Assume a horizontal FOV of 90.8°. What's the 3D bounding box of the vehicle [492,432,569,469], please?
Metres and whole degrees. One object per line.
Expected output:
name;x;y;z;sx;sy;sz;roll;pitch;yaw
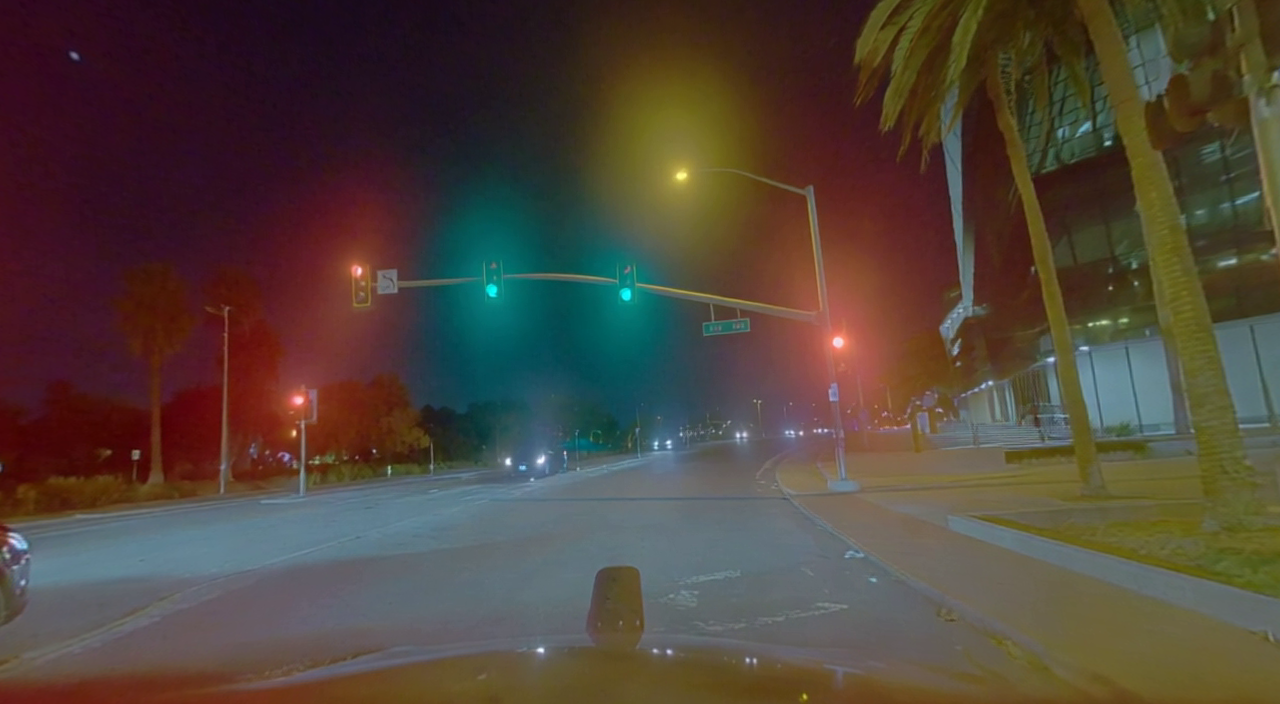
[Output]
vehicle;-5.716;5.234;33.622;2.181;1.792;4.648;-3;-9;16
